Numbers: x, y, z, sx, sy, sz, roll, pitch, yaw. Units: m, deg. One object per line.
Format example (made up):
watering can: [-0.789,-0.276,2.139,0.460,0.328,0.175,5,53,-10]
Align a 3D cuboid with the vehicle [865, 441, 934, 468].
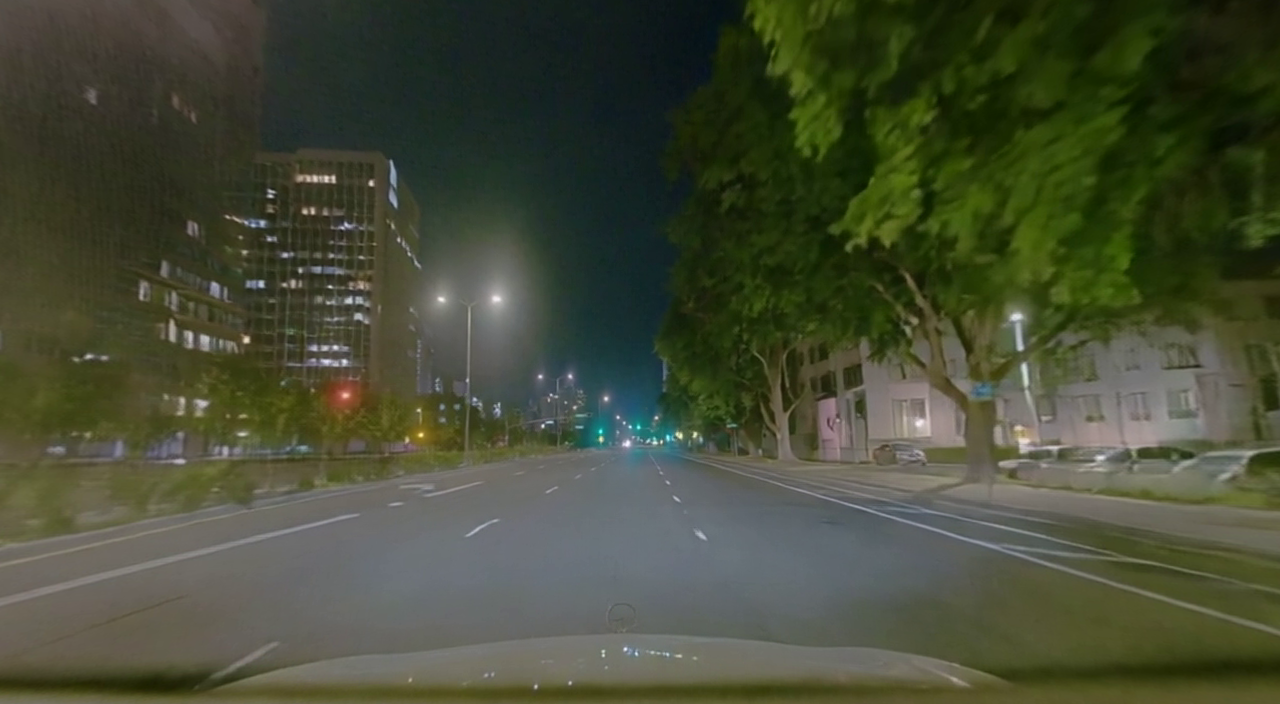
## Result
vehicle: [15.266,6.041,37.330,1.931,1.475,4.671,0,-9,-3]

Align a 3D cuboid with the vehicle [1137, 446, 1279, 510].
vehicle: [14.997,3.026,15.443,3.938,1.427,1.989,0,-9,-3]
